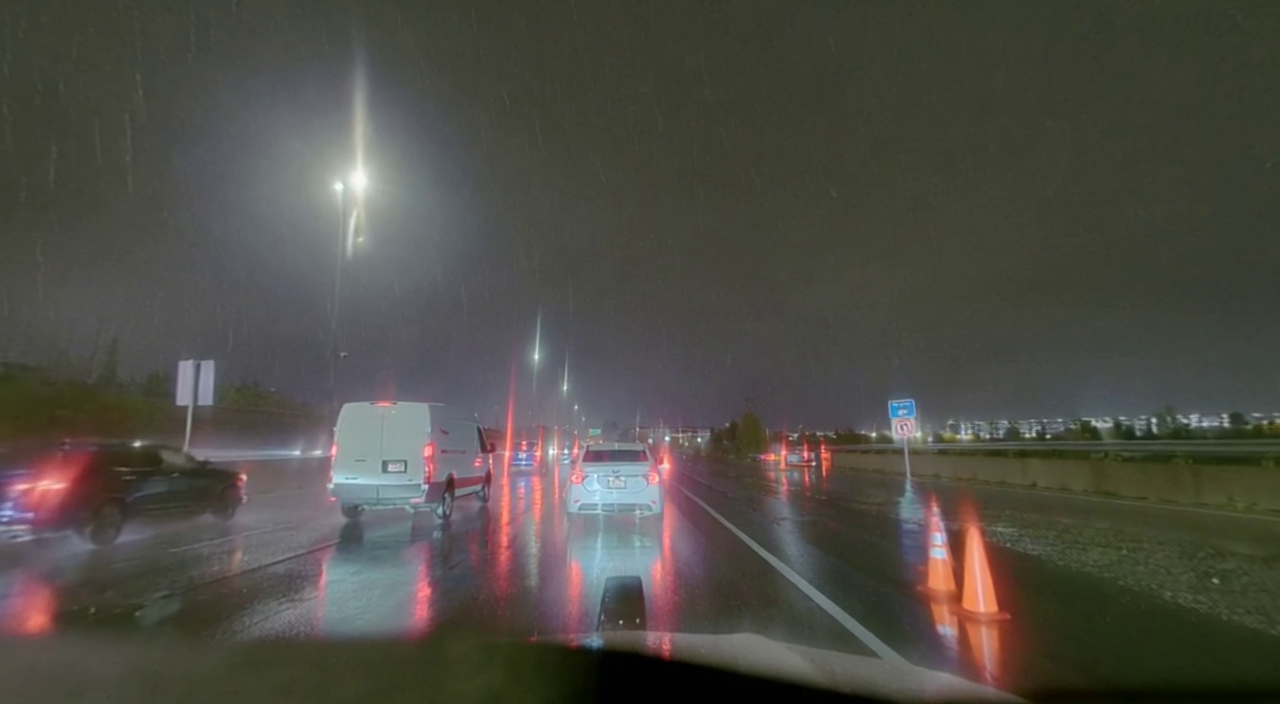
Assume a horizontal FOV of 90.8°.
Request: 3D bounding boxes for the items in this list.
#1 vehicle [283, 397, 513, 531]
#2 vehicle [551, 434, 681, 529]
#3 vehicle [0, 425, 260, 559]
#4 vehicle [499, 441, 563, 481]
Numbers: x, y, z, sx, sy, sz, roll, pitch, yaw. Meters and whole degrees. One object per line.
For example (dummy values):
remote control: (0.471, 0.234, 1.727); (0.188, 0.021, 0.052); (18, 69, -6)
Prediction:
vehicle: (-4.258, 2.130, 12.521); (2.324, 2.012, 5.740); (0, -9, -1)
vehicle: (-0.426, 2.367, 12.101); (2.069, 1.484, 3.918); (0, -9, -1)
vehicle: (-7.933, 1.911, 9.357); (1.930, 1.506, 4.279); (0, -9, 0)
vehicle: (-4.229, 4.274, 25.034); (1.824, 1.459, 4.007); (0, -9, 0)
